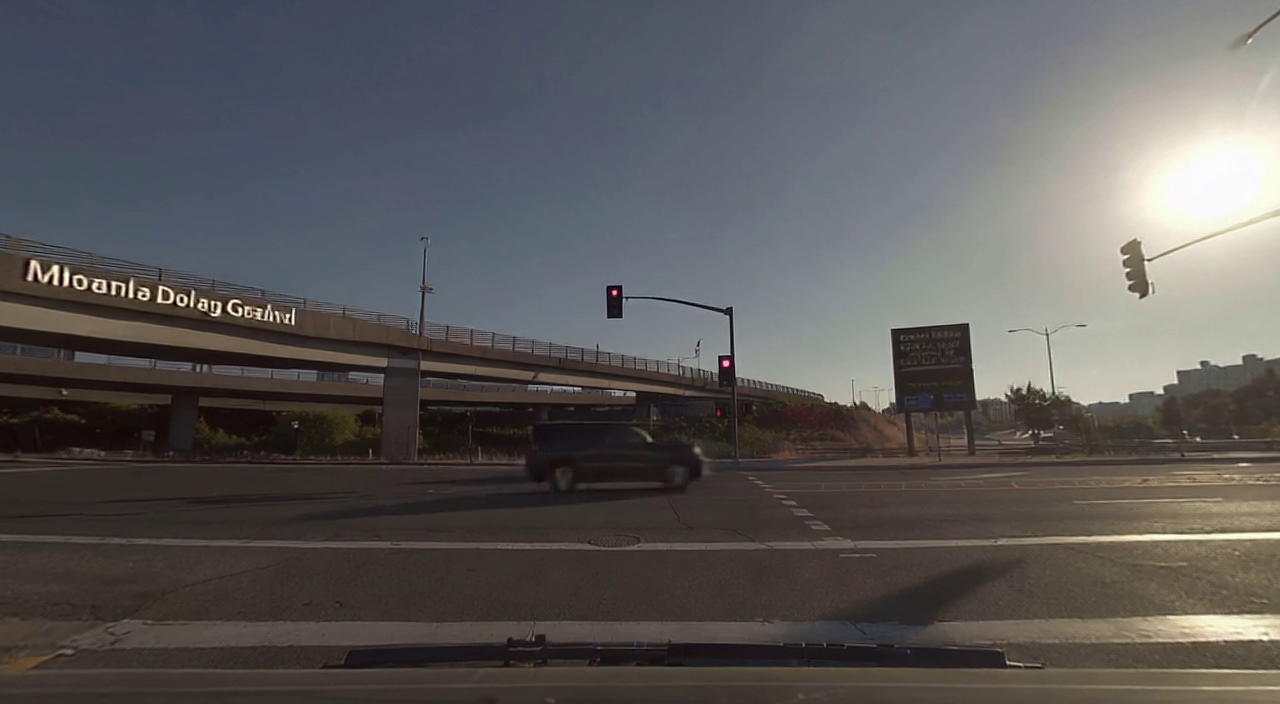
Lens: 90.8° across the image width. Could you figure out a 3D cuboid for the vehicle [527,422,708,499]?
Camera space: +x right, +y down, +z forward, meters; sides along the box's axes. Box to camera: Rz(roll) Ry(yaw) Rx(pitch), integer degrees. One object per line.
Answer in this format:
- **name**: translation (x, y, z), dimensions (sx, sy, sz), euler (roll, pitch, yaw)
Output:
- **vehicle**: translation (-0.524, 2.469, 14.600), dimensions (3.897, 1.637, 1.832), euler (0, -9, -3)
